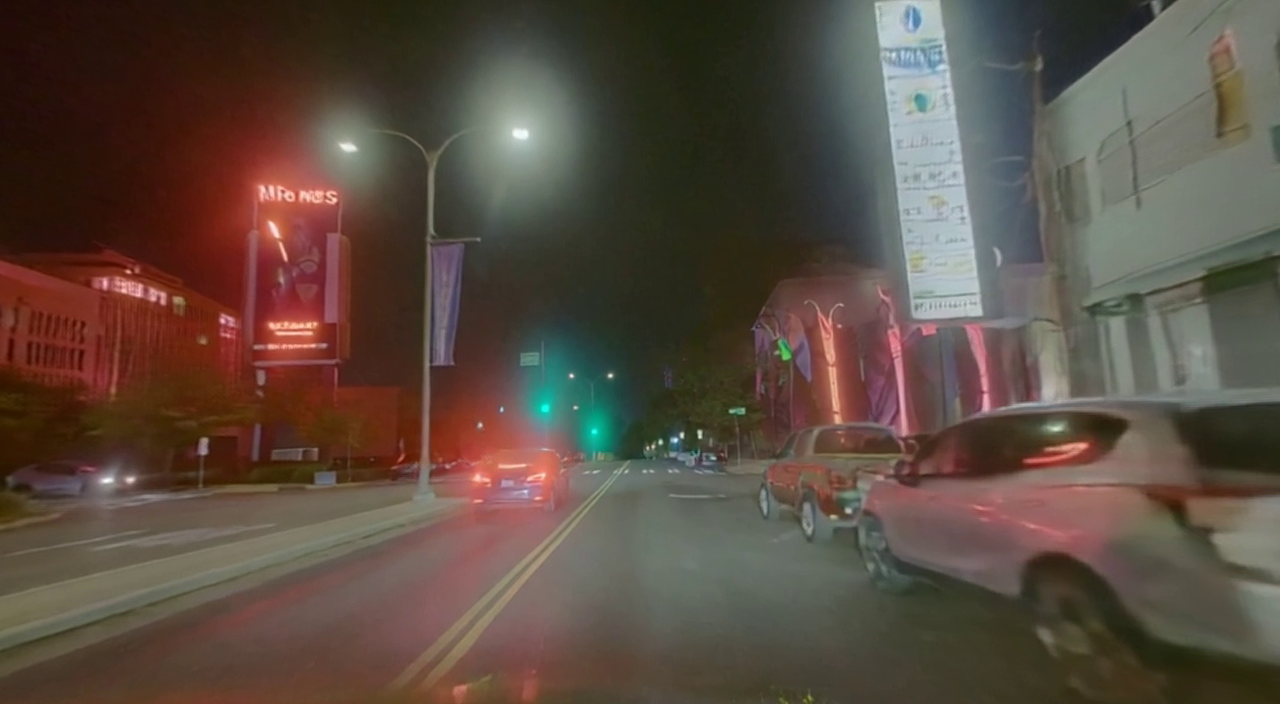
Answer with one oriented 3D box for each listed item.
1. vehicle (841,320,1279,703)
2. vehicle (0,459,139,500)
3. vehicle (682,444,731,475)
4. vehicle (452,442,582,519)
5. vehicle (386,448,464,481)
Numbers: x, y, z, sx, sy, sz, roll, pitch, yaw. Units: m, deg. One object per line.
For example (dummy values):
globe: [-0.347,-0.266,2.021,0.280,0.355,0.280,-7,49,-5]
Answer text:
vehicle: [3.065,1.050,3.881,1.997,1.773,4.657,0,-8,-1]
vehicle: [-23.732,5.246,26.029,4.358,1.522,1.970,-1,-8,2]
vehicle: [3.396,5.564,32.983,1.950,1.462,4.807,0,-8,-1]
vehicle: [-2.563,2.794,14.307,2.030,1.436,4.388,-1,-8,1]
vehicle: [-12.323,6.360,35.985,4.737,1.741,2.092,-8,-11,42]
